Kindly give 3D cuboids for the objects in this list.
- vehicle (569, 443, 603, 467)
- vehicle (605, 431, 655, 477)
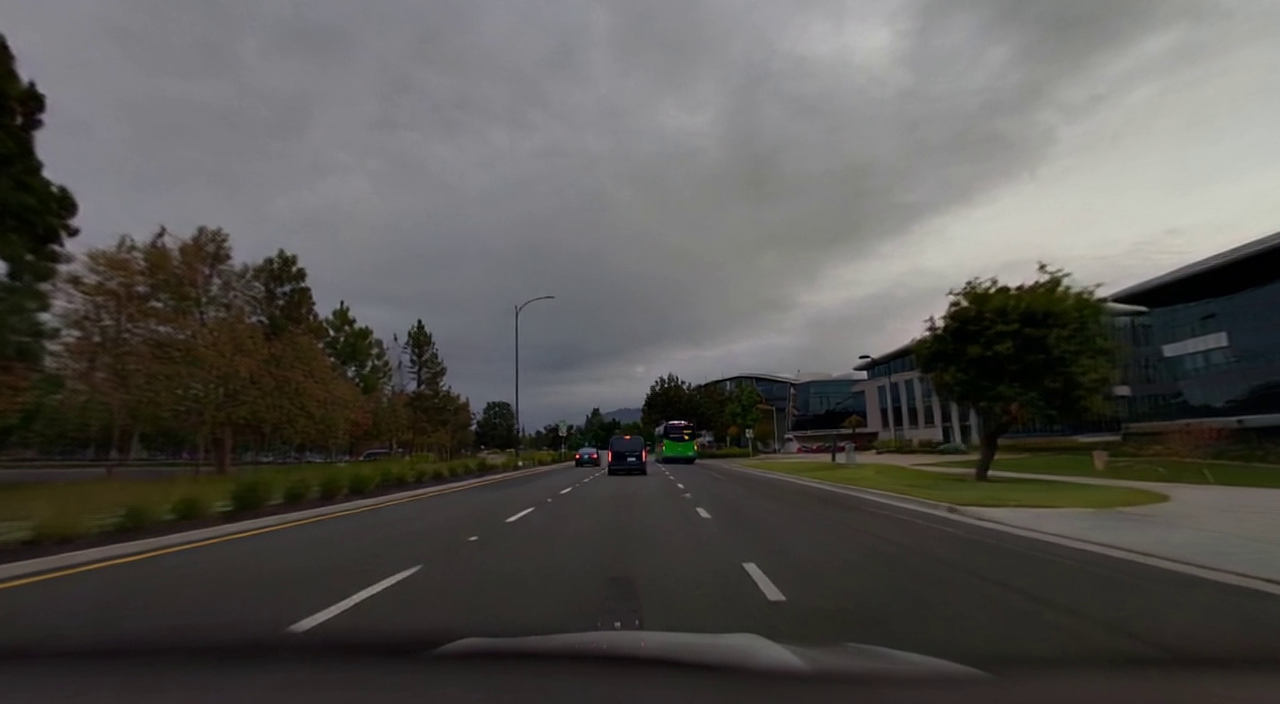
[{"bbox_3d":[-4.035,7.763,47.768,2.109,1.672,4.256,0,-9,1],"label":"vehicle"},{"bbox_3d":[-0.427,5.121,31.989,2.336,2.122,5.207,0,-9,1],"label":"vehicle"}]
